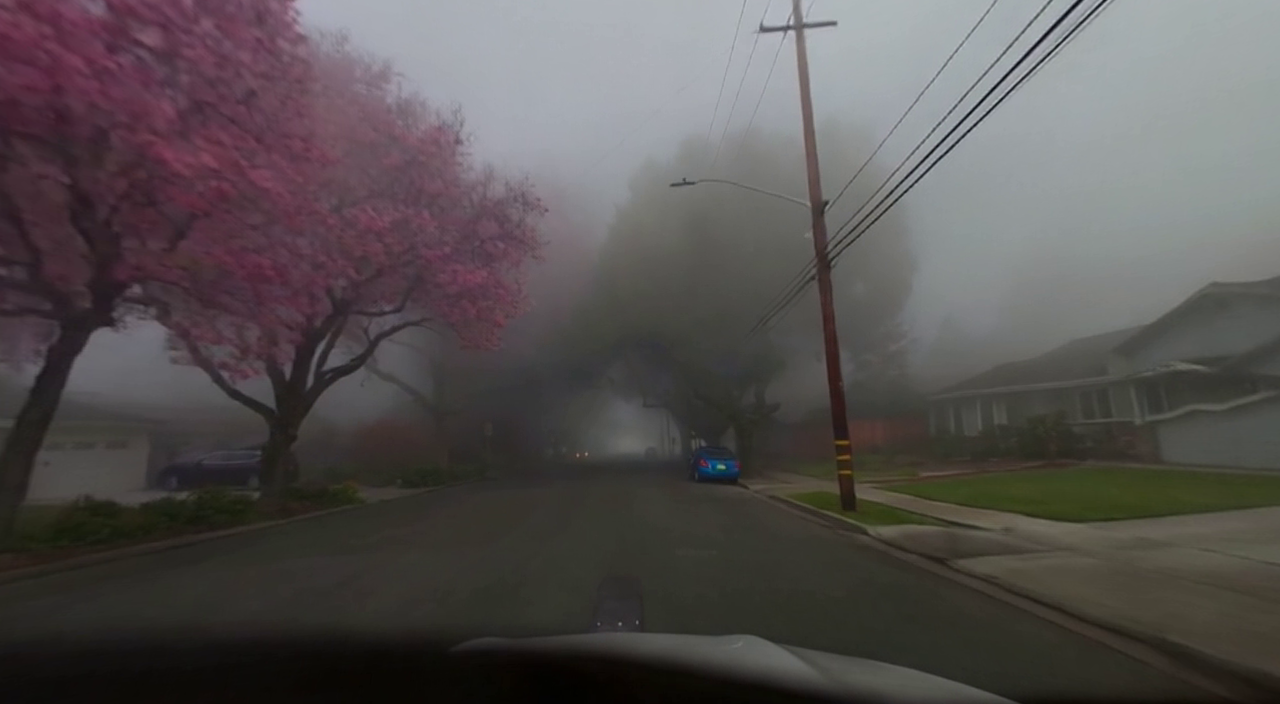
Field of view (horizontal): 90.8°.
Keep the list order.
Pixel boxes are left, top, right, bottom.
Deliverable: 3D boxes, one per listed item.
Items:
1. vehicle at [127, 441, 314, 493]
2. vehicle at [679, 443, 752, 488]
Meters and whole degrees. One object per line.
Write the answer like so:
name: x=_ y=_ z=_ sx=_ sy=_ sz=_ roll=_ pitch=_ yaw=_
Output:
vehicle: x=-16.690 y=4.558 z=25.433 sx=5.902 sy=1.796 sz=2.183 roll=-1 pitch=-7 yaw=-3
vehicle: x=2.652 y=4.092 z=23.252 sx=2.022 sy=1.455 sz=4.406 roll=0 pitch=-8 yaw=-1
